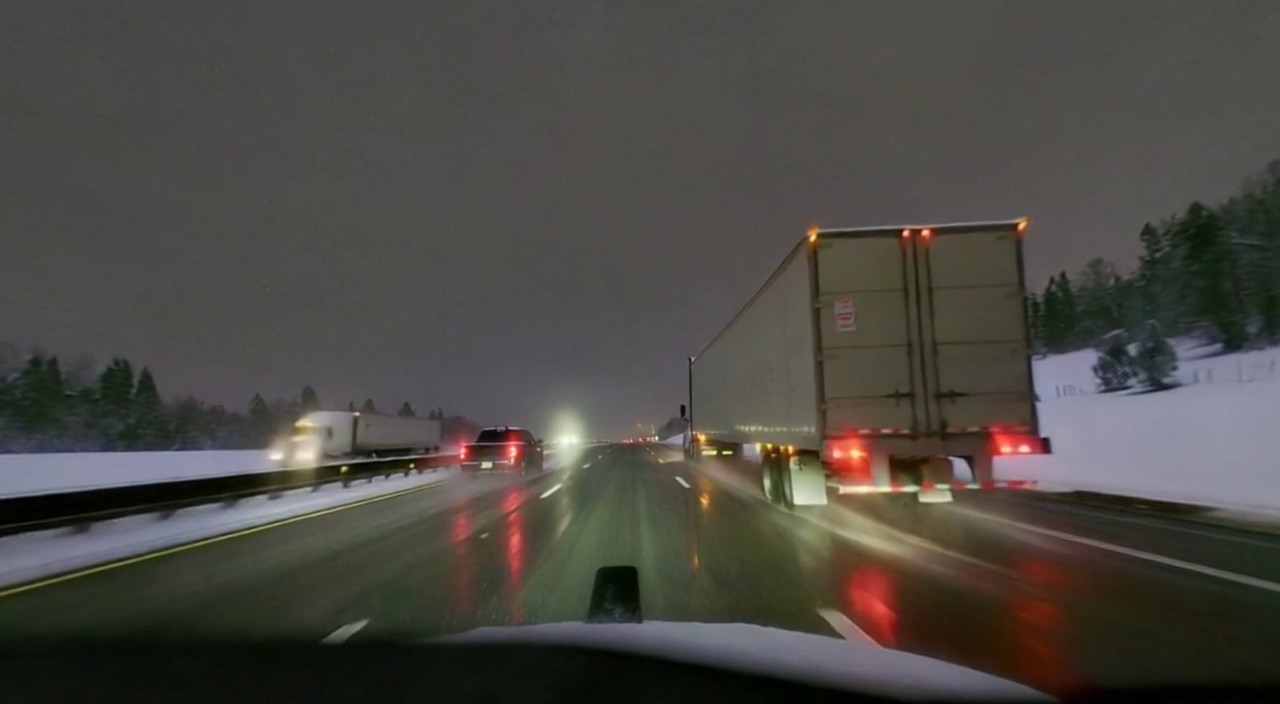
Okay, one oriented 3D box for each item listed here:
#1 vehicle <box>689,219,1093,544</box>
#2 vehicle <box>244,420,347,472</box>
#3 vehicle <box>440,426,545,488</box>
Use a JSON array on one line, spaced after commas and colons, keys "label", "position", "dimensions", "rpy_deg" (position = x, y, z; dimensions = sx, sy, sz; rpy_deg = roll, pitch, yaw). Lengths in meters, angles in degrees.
[{"label": "vehicle", "position": [3.821, 1.502, 16.783], "dimensions": [3.144, 4.168, 17.594], "rpy_deg": [0, -8, -2]}, {"label": "vehicle", "position": [-19.636, 5.409, 36.327], "dimensions": [2.406, 2.717, 6.227], "rpy_deg": [0, -8, 0]}, {"label": "vehicle", "position": [-4.155, 3.024, 18.465], "dimensions": [2.044, 1.604, 4.144], "rpy_deg": [0, -8, 0]}]
